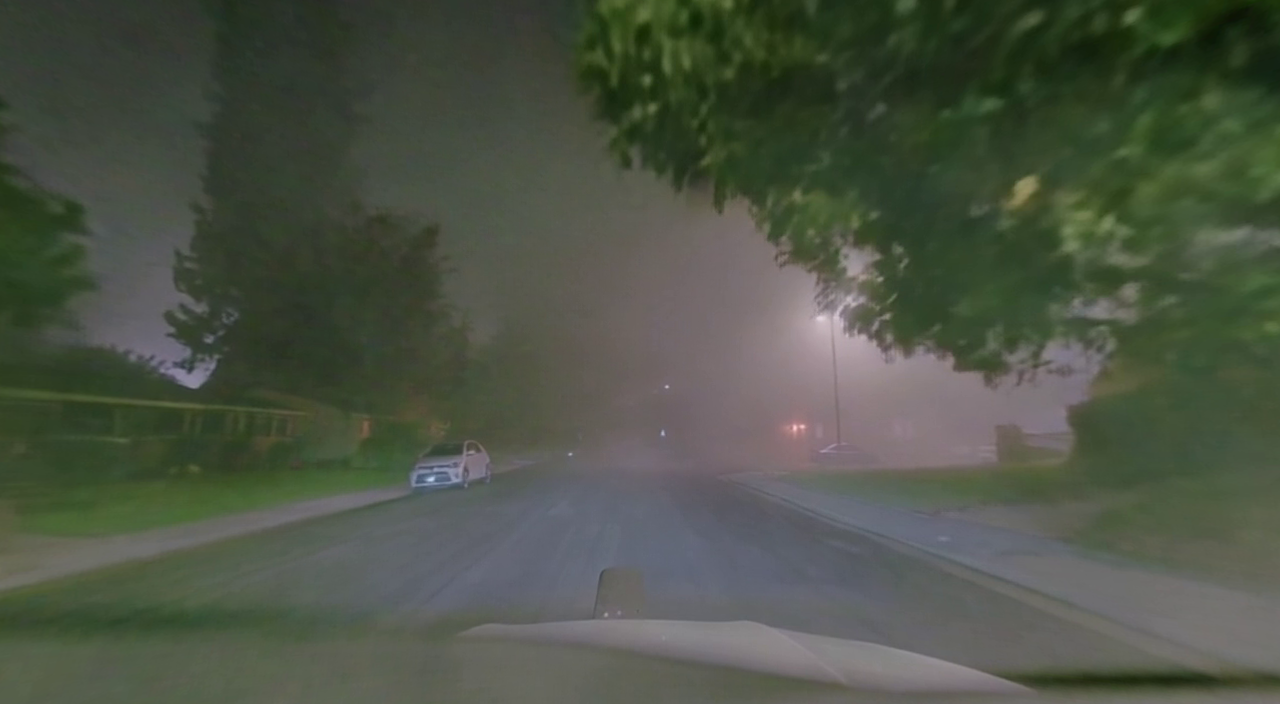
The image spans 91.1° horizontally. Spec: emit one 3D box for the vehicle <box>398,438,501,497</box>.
[{"bbox_3d":[-6.103,3.728,20.703,1.998,1.742,4.210,0,-9,1],"label":"vehicle"}]

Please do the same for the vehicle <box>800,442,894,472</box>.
[{"bbox_3d":[12.171,6.172,37.058,4.708,1.527,2.113,0,-8,-10],"label":"vehicle"}]
